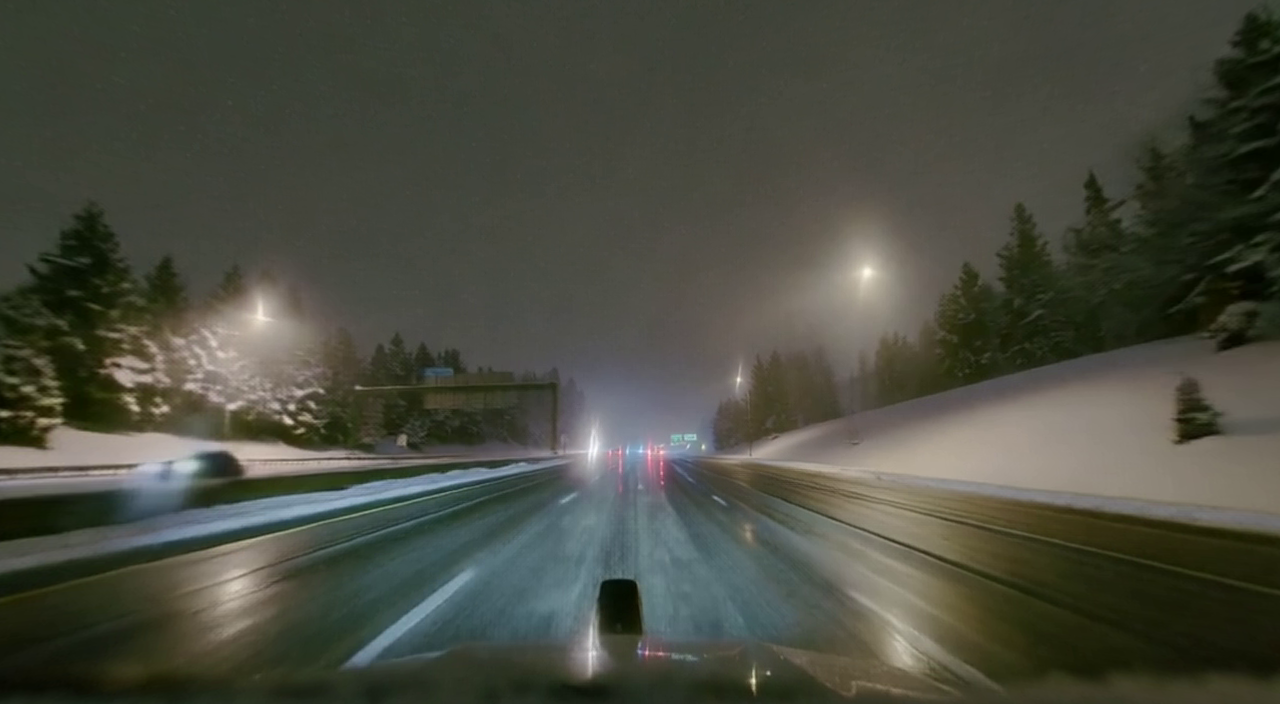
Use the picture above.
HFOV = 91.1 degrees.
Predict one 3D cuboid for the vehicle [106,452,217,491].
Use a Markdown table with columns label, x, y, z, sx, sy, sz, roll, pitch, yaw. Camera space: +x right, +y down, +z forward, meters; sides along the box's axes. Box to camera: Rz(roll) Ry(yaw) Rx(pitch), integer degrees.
| label | x | y | z | sx | sy | sz | roll | pitch | yaw |
| --- | --- | --- | --- | --- | --- | --- | --- | --- | --- |
| vehicle | -20.102 | 4.998 | 26.601 | 1.830 | 1.508 | 3.563 | 0 | -9 | 0 |
